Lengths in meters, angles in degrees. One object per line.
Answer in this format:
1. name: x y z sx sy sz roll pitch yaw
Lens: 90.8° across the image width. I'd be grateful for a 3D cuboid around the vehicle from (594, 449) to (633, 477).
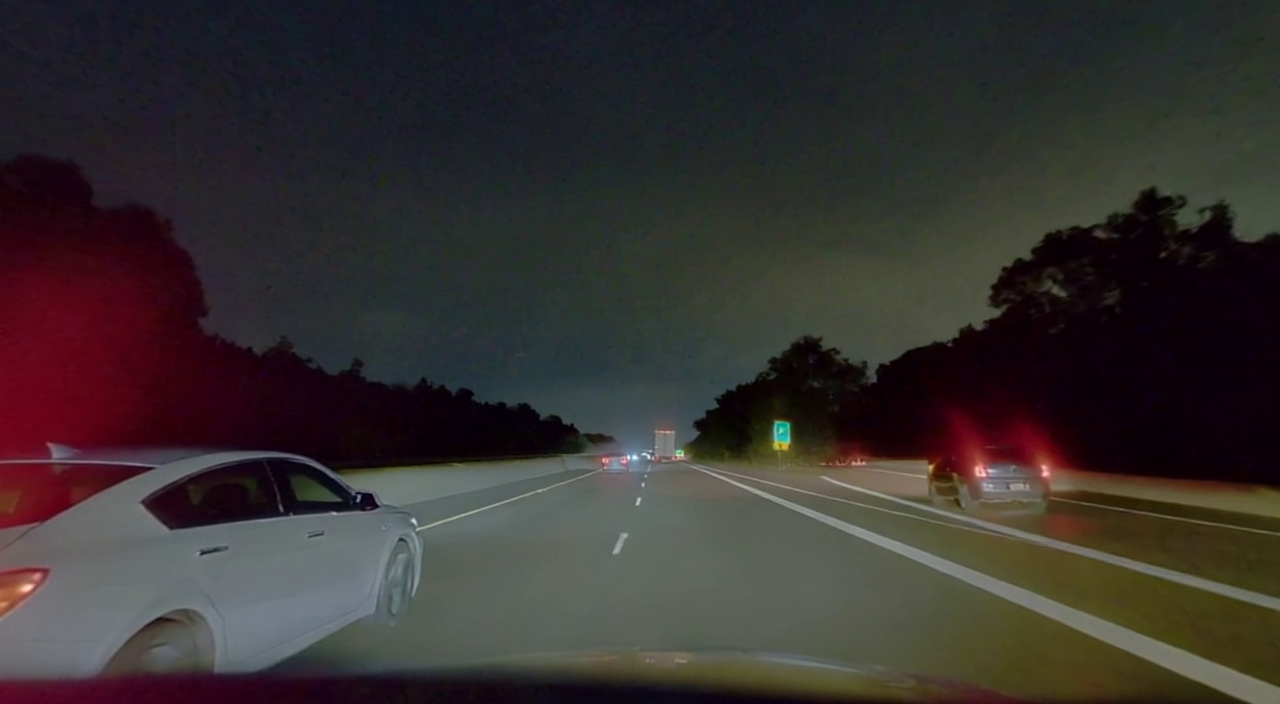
1. vehicle: -1.603 6.941 39.731 2.184 1.574 5.004 0 -9 1
